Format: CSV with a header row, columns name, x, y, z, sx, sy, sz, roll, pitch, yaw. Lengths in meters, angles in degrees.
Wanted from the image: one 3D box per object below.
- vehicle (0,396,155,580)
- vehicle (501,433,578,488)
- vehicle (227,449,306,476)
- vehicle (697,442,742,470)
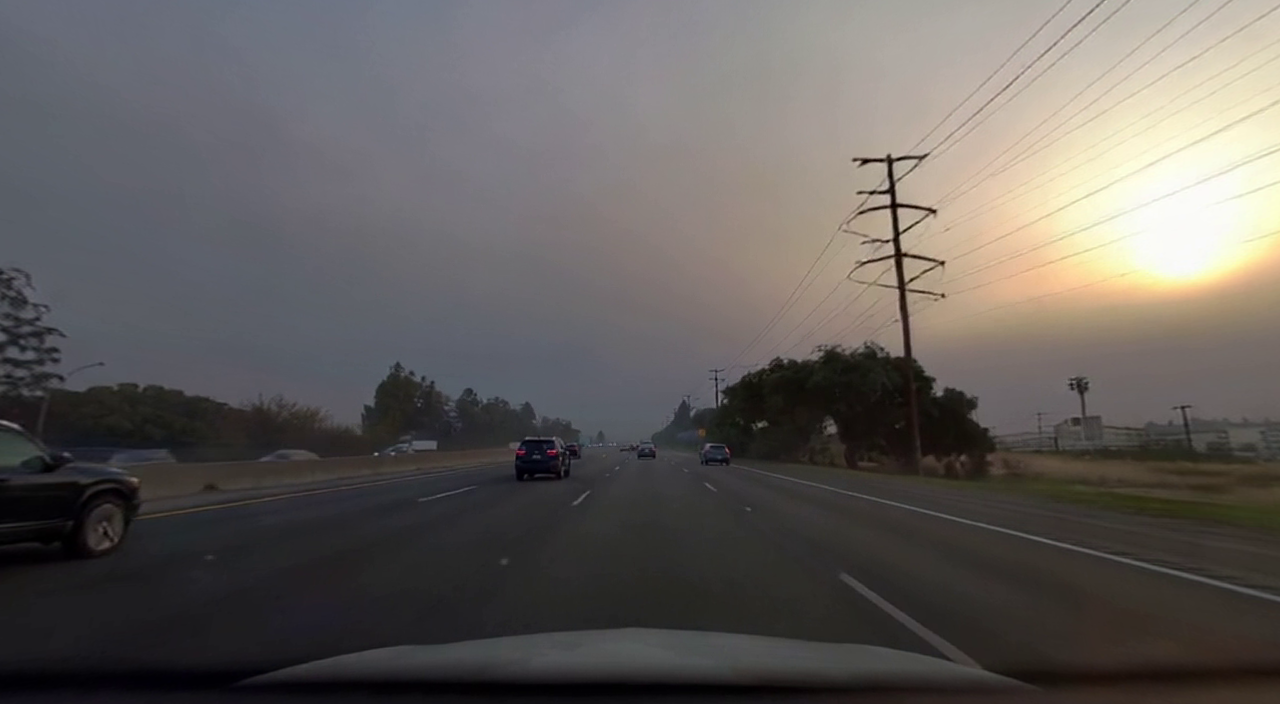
name,x,y,z,sx,sy,sz,roll,pitch,yaw
vehicle,-7.433,1.269,5.684,2.162,1.805,4.853,0,-8,1
vehicle,-3.360,3.712,21.904,1.961,1.704,4.052,0,-8,1
vehicle,-22.009,6.492,37.395,1.847,1.456,4.504,0,-8,2
vehicle,4.516,5.951,36.395,1.964,1.479,4.252,0,-8,-1
